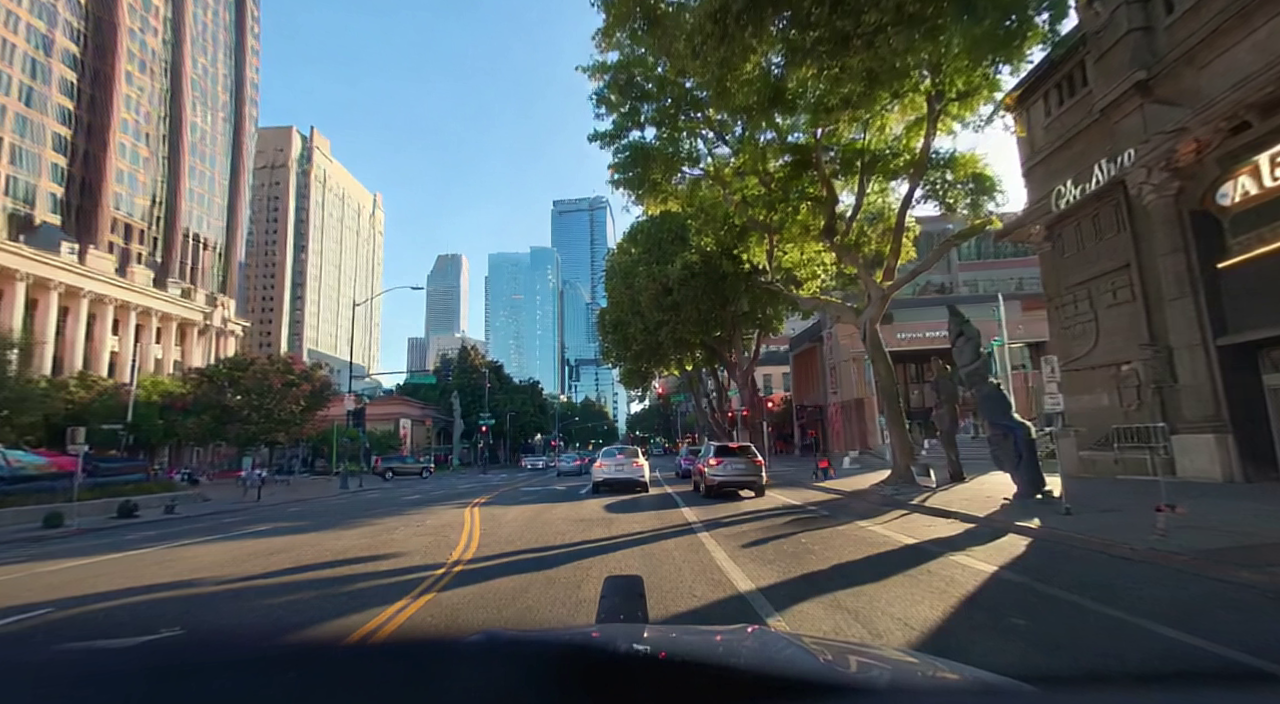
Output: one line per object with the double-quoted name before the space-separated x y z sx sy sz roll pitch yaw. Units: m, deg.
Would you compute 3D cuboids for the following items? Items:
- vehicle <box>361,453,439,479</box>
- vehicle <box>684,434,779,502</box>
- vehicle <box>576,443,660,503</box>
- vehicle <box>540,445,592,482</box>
"vehicle" -17.612 8.376 46.564 4.855 1.769 2.071 0 -9 1
"vehicle" 2.588 3.437 19.078 2.096 1.775 4.440 0 -9 -1
"vehicle" -0.574 3.353 17.957 2.096 1.492 4.071 0 -9 -1
"vehicle" -3.522 5.403 30.965 2.045 1.633 4.864 0 -9 -2
